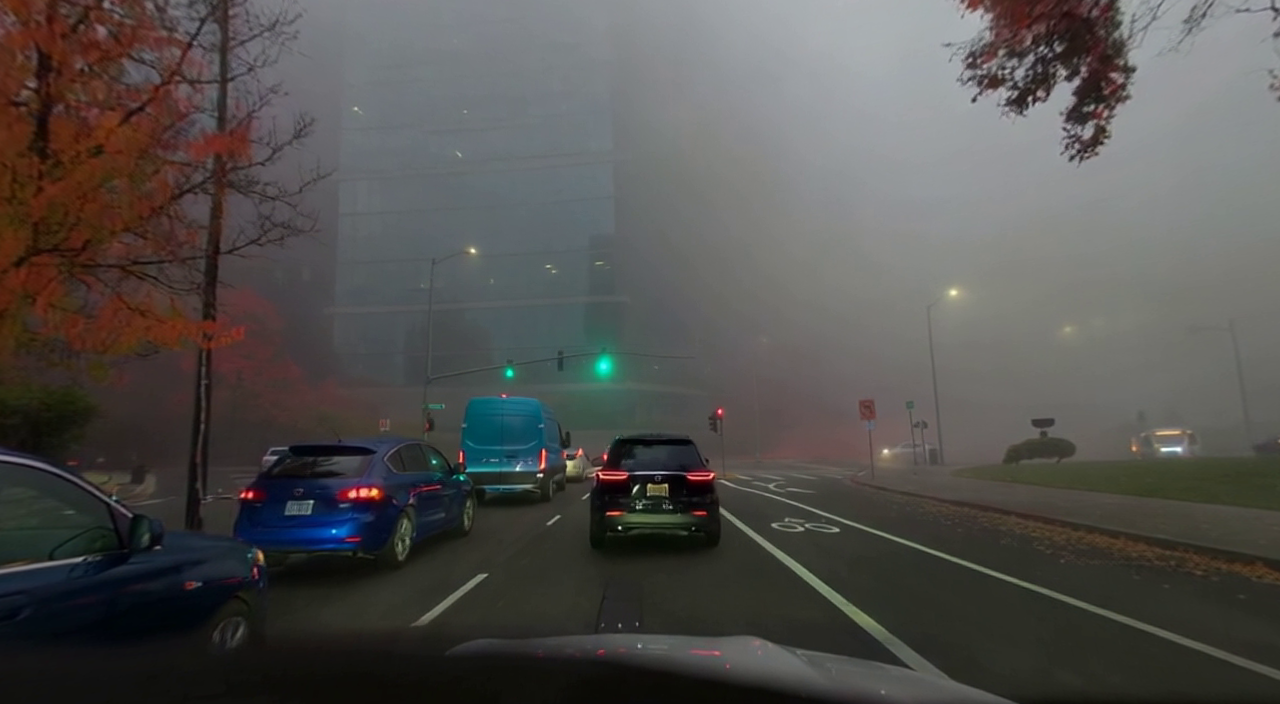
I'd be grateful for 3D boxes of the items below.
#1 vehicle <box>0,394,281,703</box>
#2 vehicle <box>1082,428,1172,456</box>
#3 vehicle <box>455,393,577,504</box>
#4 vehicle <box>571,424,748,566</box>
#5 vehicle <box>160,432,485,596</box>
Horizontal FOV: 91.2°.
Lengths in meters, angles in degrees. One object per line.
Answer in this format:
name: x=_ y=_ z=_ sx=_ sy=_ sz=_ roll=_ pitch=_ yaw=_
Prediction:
vehicle: x=-2.904 y=0.820 z=1.466 sx=1.893 sy=1.491 sz=3.798 roll=0 pitch=-9 yaw=-1
vehicle: x=28.640 y=5.356 z=37.060 sx=1.762 sy=1.487 sz=4.488 roll=-1 pitch=-9 yaw=2
vehicle: x=-3.283 y=2.767 z=18.048 sx=2.343 sy=2.635 sz=5.684 roll=0 pitch=-9 yaw=0
vehicle: x=0.177 y=1.889 z=8.903 sx=1.979 sy=1.562 sz=3.630 roll=0 pitch=-9 yaw=-1
vehicle: x=-3.494 y=1.845 z=8.022 sx=1.955 sy=1.499 sz=4.223 roll=0 pitch=-9 yaw=0
